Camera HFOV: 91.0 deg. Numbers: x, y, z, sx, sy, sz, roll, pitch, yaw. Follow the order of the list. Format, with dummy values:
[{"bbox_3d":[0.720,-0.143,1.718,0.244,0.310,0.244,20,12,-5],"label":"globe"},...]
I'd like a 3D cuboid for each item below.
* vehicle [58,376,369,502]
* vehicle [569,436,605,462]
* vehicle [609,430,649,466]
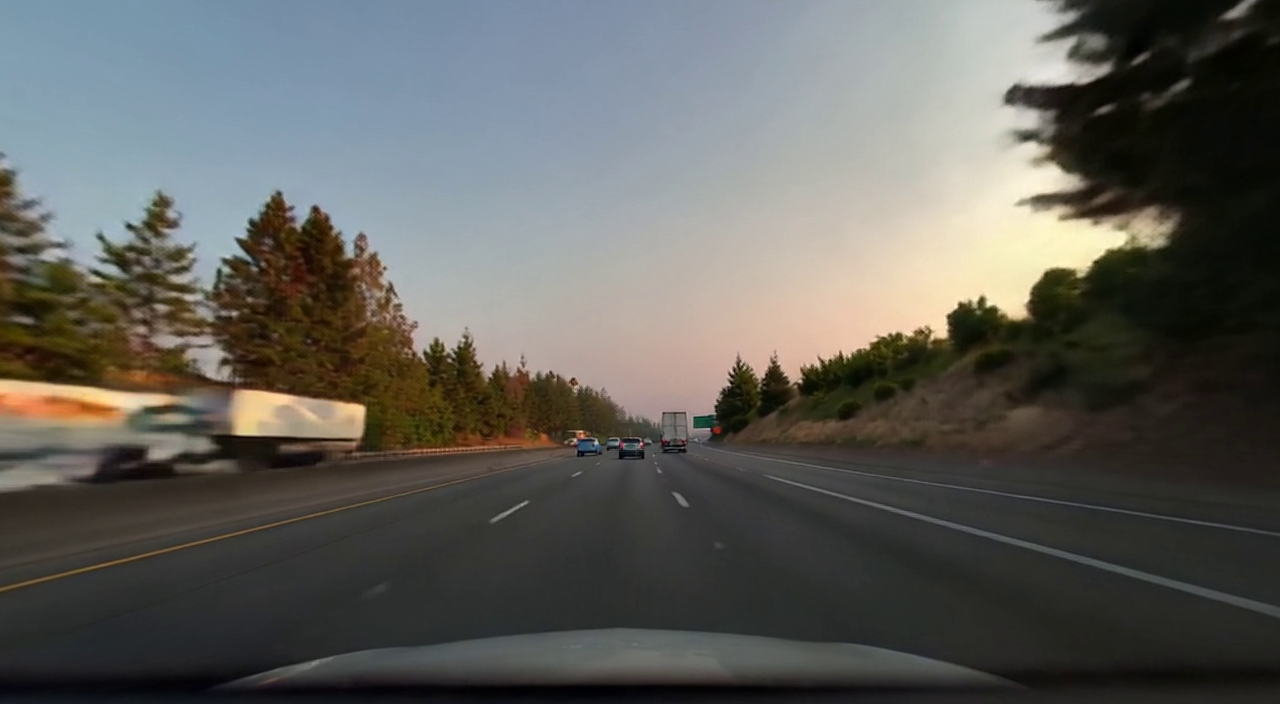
[{"bbox_3d":[-16.281,3.710,26.732,3.029,3.854,14.437,-1,-8,1],"label":"vehicle"},{"bbox_3d":[-3.700,6.866,44.680,2.047,1.757,4.183,-1,-8,1],"label":"vehicle"},{"bbox_3d":[-0.620,5.580,36.737,2.211,1.933,4.315,-1,-8,-1],"label":"vehicle"}]
